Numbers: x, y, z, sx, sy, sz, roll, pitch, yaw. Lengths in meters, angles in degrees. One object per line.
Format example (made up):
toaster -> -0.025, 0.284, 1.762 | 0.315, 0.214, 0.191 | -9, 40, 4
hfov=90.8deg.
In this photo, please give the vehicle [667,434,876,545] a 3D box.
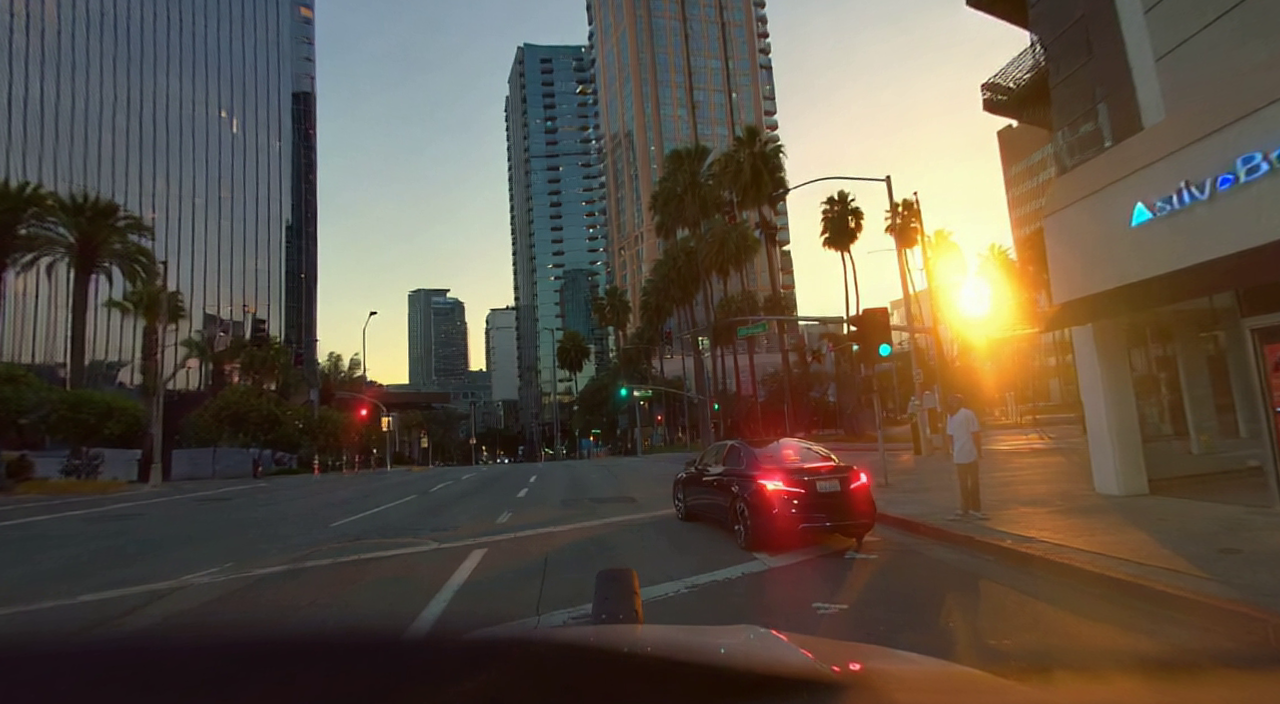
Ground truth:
vehicle -> 1.898, 2.200, 10.936 | 2.090, 1.466, 4.676 | 1, -8, -7
